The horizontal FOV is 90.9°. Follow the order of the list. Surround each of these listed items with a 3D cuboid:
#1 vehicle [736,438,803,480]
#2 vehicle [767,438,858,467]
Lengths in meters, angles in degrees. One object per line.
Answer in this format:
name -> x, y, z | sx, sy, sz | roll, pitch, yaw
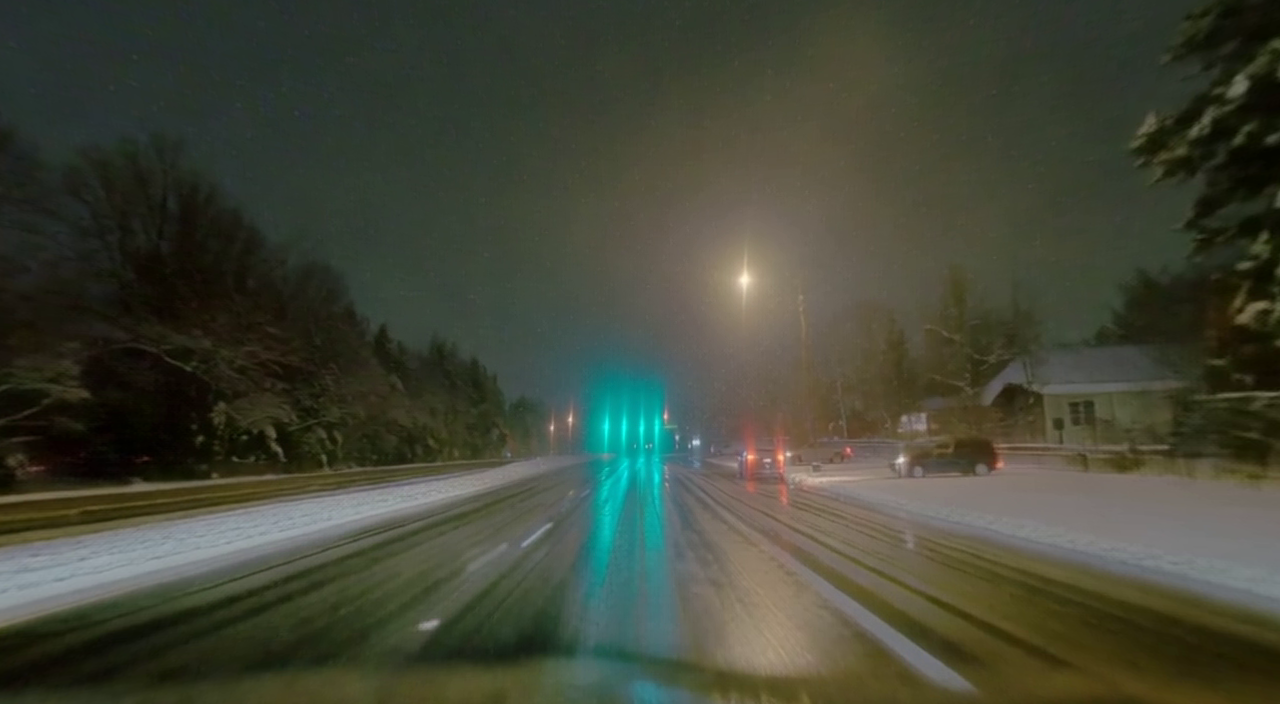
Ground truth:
vehicle -> 5.667, 4.744, 28.243 | 2.057, 1.688, 4.596 | 0, -8, 0
vehicle -> 10.361, 6.106, 38.158 | 4.879, 1.701, 2.095 | 0, -10, 3
